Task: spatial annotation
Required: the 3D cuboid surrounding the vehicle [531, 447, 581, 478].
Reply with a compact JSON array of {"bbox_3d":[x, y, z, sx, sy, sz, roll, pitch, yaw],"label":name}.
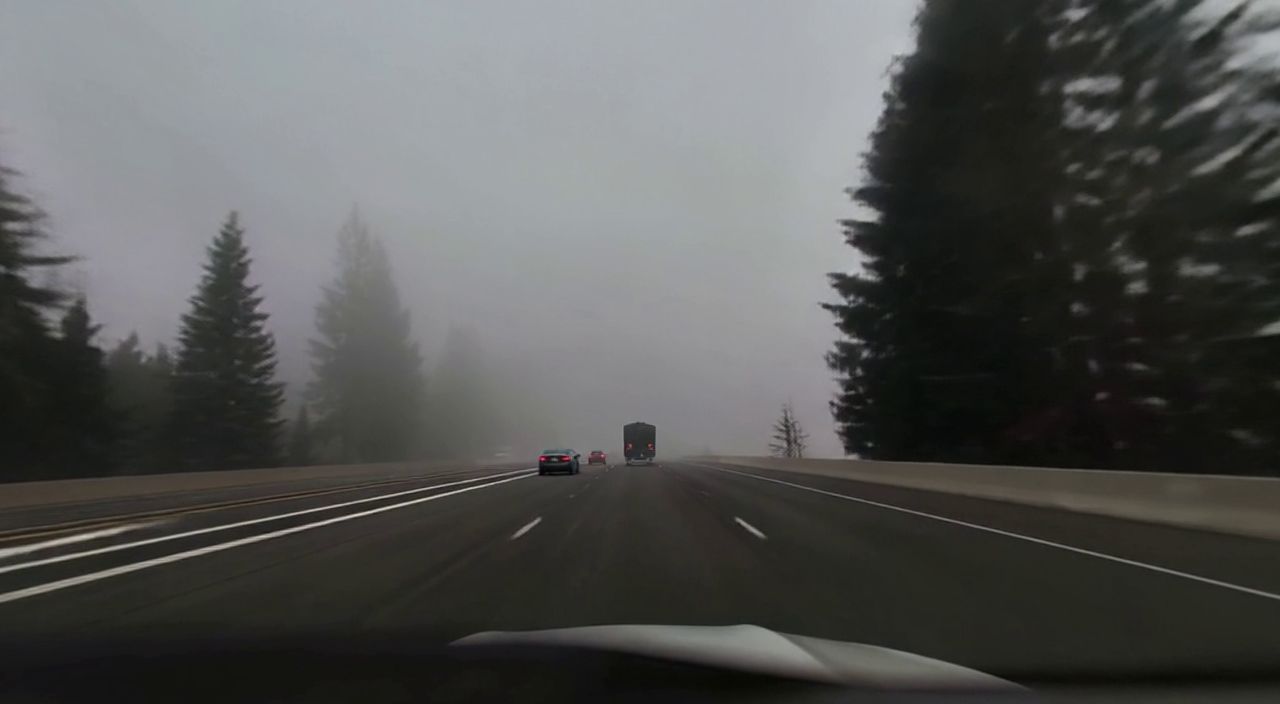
[{"bbox_3d":[-4.265,5.663,32.589,1.916,1.506,4.476,0,-9,1],"label":"vehicle"}]
